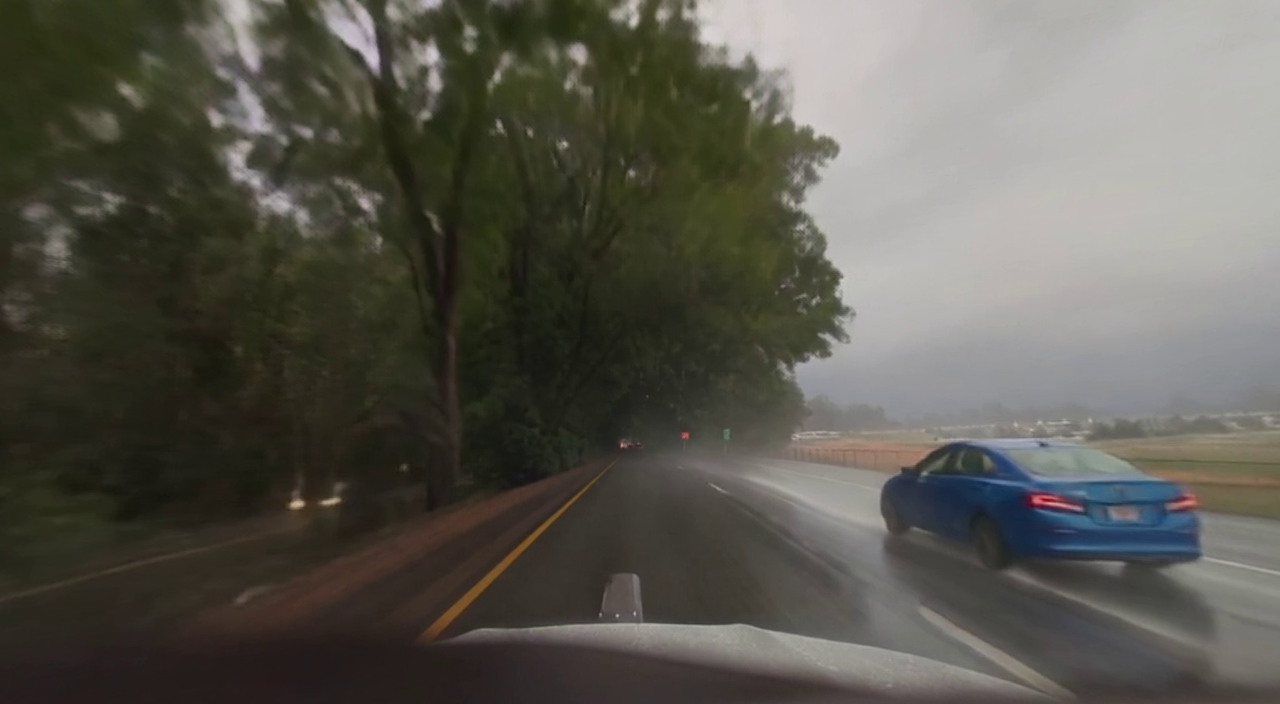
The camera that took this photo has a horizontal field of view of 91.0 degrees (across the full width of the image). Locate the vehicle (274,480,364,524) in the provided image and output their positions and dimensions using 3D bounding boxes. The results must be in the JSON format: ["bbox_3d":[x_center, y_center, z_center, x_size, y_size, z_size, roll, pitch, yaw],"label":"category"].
[{"bbox_3d":[-16.852,7.886,33.436,2.033,1.760,5.399,0,-8,-1],"label":"vehicle"}]

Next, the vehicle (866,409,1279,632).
[{"bbox_3d":[4.297,1.500,6.768,1.905,1.525,4.719,0,-8,-1],"label":"vehicle"}]
